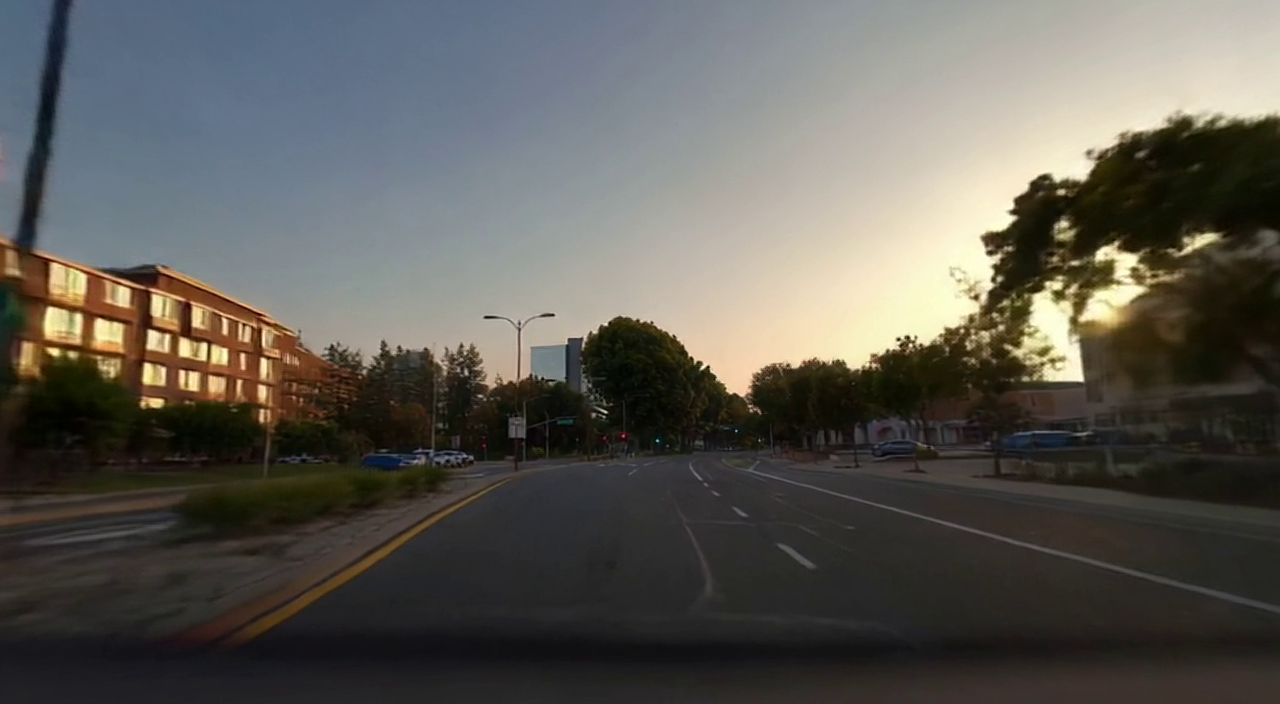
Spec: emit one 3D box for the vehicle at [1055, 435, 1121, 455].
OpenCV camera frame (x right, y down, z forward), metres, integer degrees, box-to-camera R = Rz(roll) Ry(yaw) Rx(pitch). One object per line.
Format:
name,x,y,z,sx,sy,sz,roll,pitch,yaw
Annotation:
vehicle,33.123,6.920,46.781,1.574,1.448,3.558,3,-10,-21
